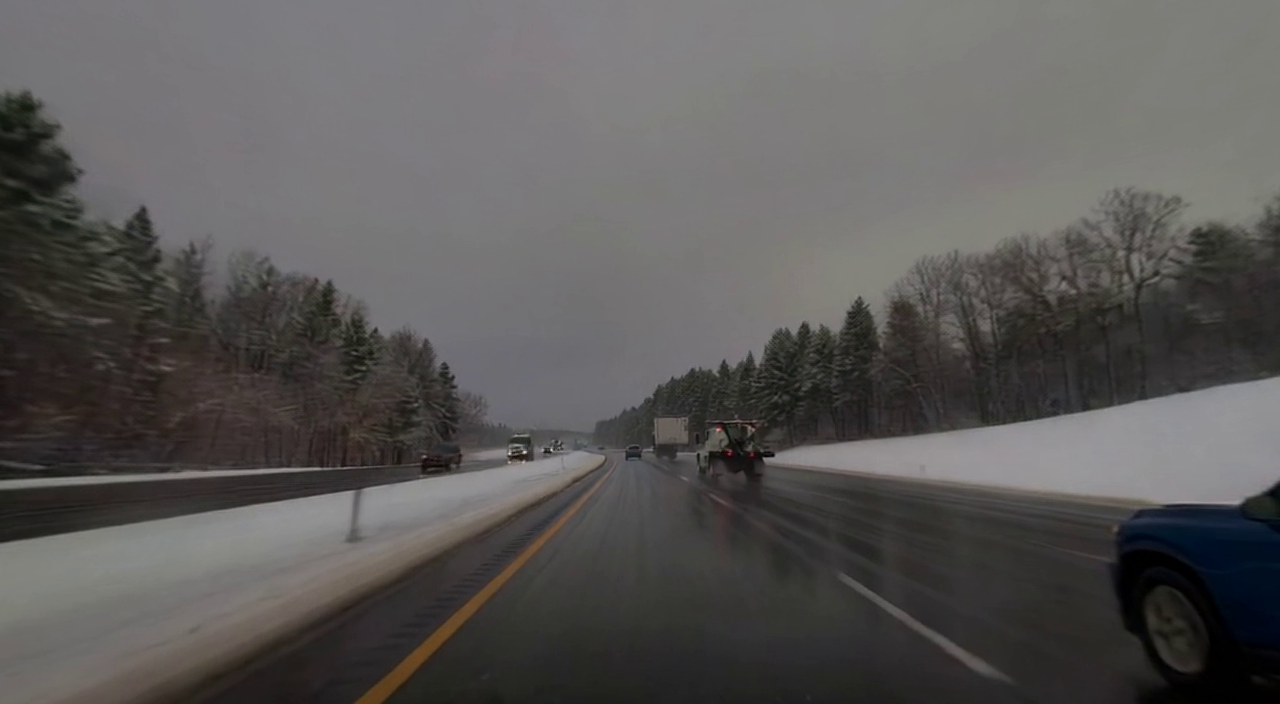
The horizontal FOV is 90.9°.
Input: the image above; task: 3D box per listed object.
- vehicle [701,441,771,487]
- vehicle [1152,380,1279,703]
[{"bbox_3d":[3.651,4.368,24.832,2.022,1.658,4.132,0,-9,-1],"label":"vehicle"},{"bbox_3d":[3.878,0.719,1.434,2.005,1.604,4.002,0,-9,0],"label":"vehicle"}]
